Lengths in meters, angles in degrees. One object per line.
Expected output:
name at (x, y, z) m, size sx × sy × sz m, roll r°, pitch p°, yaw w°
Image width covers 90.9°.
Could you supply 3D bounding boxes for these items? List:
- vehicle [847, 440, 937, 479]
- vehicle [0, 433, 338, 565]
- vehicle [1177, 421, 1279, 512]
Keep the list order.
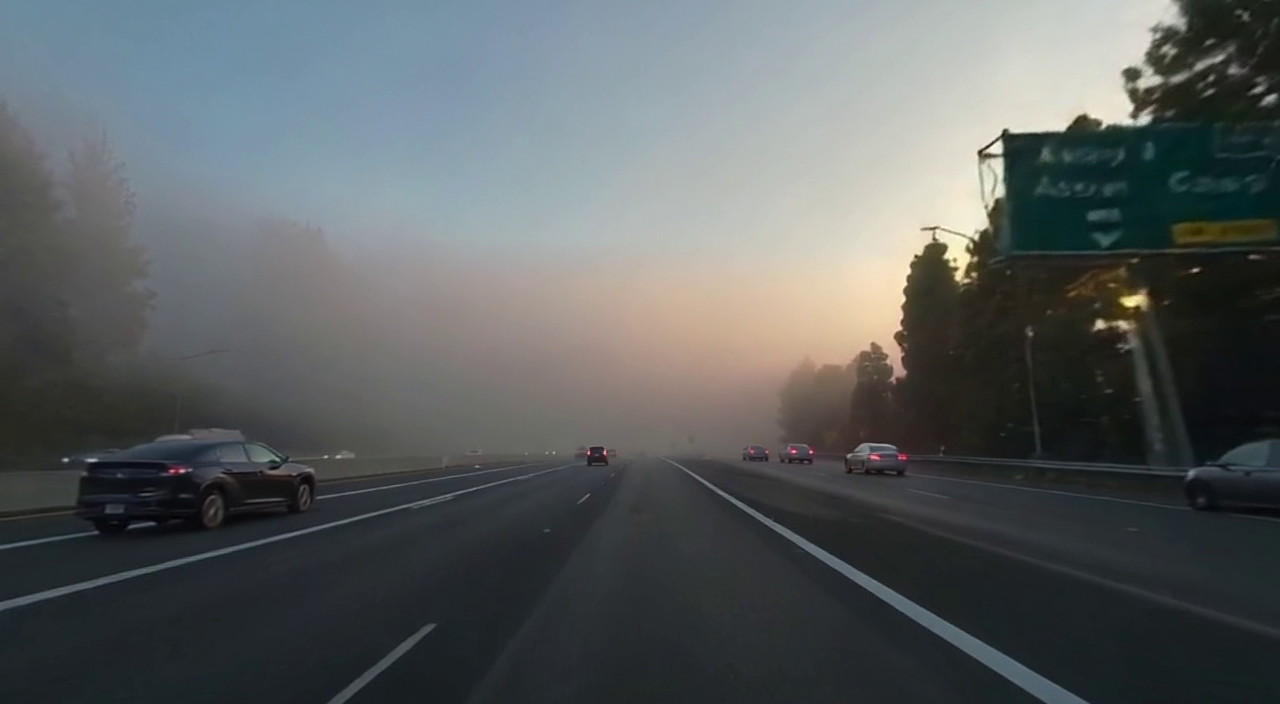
vehicle at (11.001, 4.713, 27.935) m, size 2.201 × 1.535 × 4.735 m, roll 0°, pitch -8°, yaw 3°
vehicle at (-6.766, 2.008, 9.508) m, size 2.038 × 1.463 × 4.656 m, roll 0°, pitch -8°, yaw 1°
vehicle at (13.529, 2.214, 12.095) m, size 2.168 × 1.753 × 4.993 m, roll 0°, pitch -8°, yaw 3°
